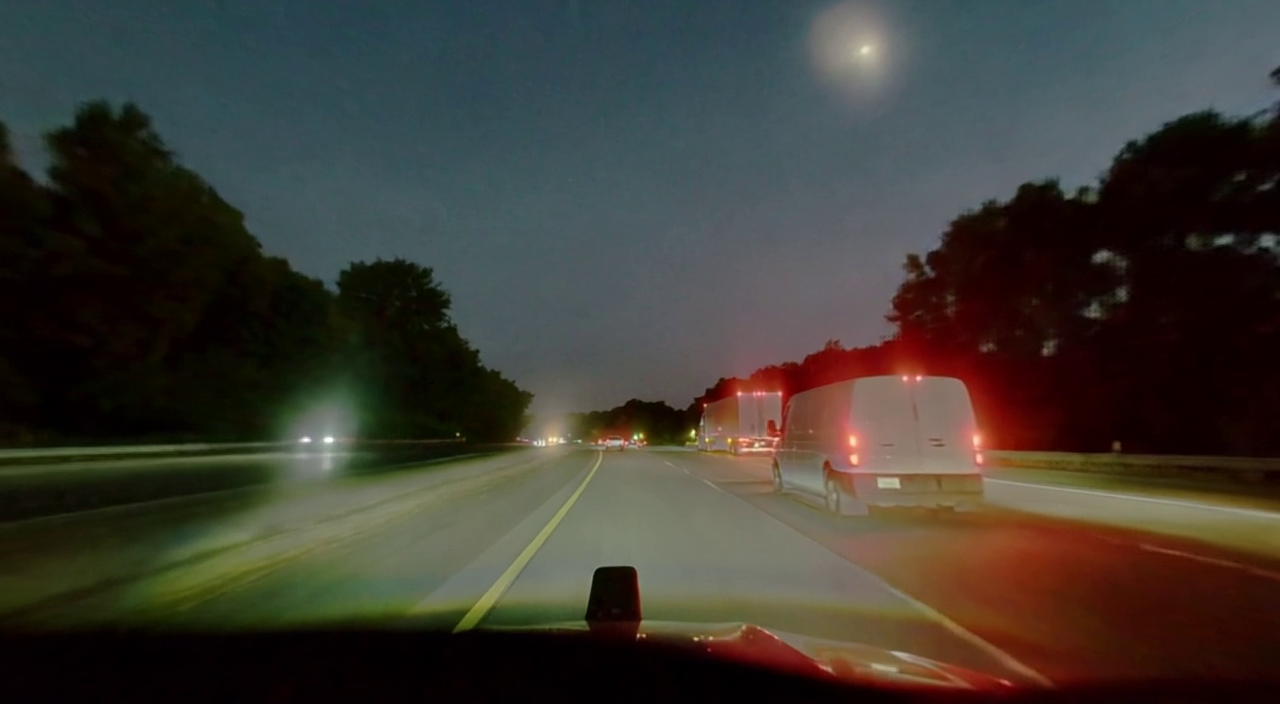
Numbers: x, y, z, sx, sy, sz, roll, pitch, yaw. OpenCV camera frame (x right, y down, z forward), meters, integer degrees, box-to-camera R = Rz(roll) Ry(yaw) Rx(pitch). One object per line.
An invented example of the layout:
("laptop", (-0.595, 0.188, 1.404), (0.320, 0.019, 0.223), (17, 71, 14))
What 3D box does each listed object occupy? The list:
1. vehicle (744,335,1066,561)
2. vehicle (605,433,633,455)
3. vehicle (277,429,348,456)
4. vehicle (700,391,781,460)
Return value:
("vehicle", (3.428, 1.415, 9.840), (2.436, 2.521, 5.409), (0, -8, -2))
("vehicle", (-1.649, 7.122, 48.972), (2.088, 1.671, 4.068), (0, -8, -2))
("vehicle", (-19.363, 5.357, 37.557), (1.860, 1.500, 4.781), (0, -8, -3))
("vehicle", (6.644, 5.294, 44.482), (2.888, 4.093, 14.227), (0, -8, -2))
